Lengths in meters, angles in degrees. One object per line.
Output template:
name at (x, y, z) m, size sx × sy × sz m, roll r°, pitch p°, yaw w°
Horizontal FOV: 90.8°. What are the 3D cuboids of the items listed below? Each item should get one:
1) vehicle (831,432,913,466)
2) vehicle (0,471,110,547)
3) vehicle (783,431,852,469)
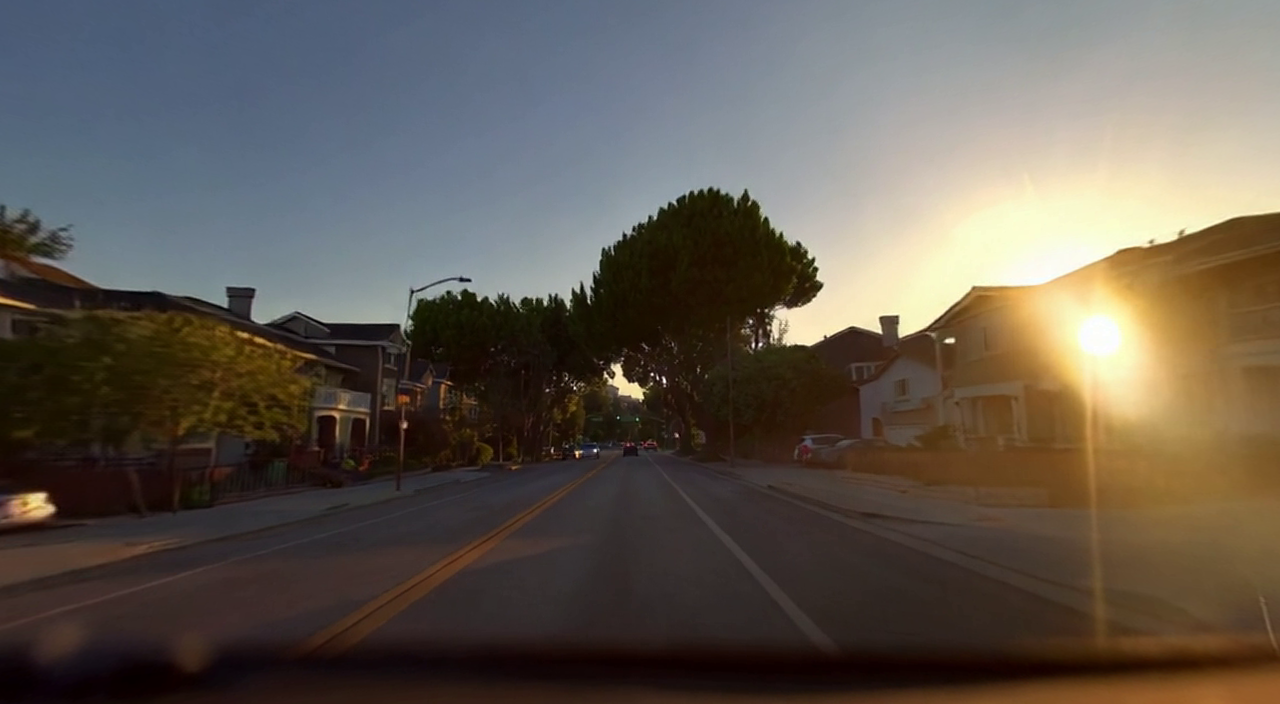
vehicle at (11.867, 5.029, 32.716) m, size 2.181 × 1.530 × 4.867 m, roll -2°, pitch -8°, yaw -3°
vehicle at (-15.362, 3.696, 14.846) m, size 2.124 × 1.538 × 4.237 m, roll -1°, pitch -8°, yaw 0°
vehicle at (9.109, 5.068, 32.846) m, size 2.121 × 1.785 × 4.693 m, roll 0°, pitch -9°, yaw -1°
